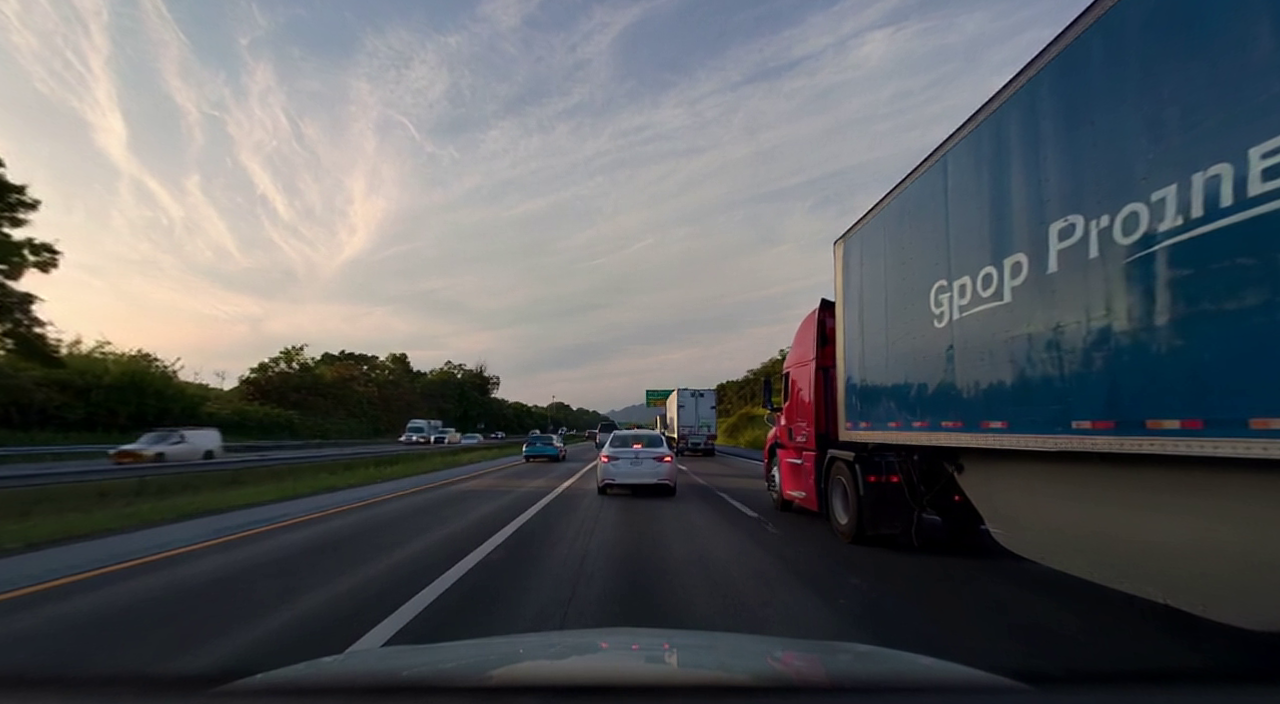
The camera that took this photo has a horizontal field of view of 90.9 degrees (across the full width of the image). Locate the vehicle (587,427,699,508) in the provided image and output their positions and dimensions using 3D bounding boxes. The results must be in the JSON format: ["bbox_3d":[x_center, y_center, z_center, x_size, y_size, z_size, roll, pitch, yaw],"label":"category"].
[{"bbox_3d":[0.010,2.327,13.195,2.021,1.435,3.611,0,-8,-2],"label":"vehicle"}]

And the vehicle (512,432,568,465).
[{"bbox_3d":[-4.710,4.601,30.374,1.983,1.434,4.451,0,-8,0],"label":"vehicle"}]

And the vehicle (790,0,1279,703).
[{"bbox_3d":[4.127,-0.155,3.920,2.816,4.070,14.136,0,-8,0],"label":"vehicle"}]

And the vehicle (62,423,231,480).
[{"bbox_3d":[-19.761,3.974,25.704,2.338,2.020,5.417,0,-7,2],"label":"vehicle"}]

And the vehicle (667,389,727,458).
[{"bbox_3d":[3.690,5.174,44.589,2.869,4.067,13.731,0,-8,0],"label":"vehicle"}]
